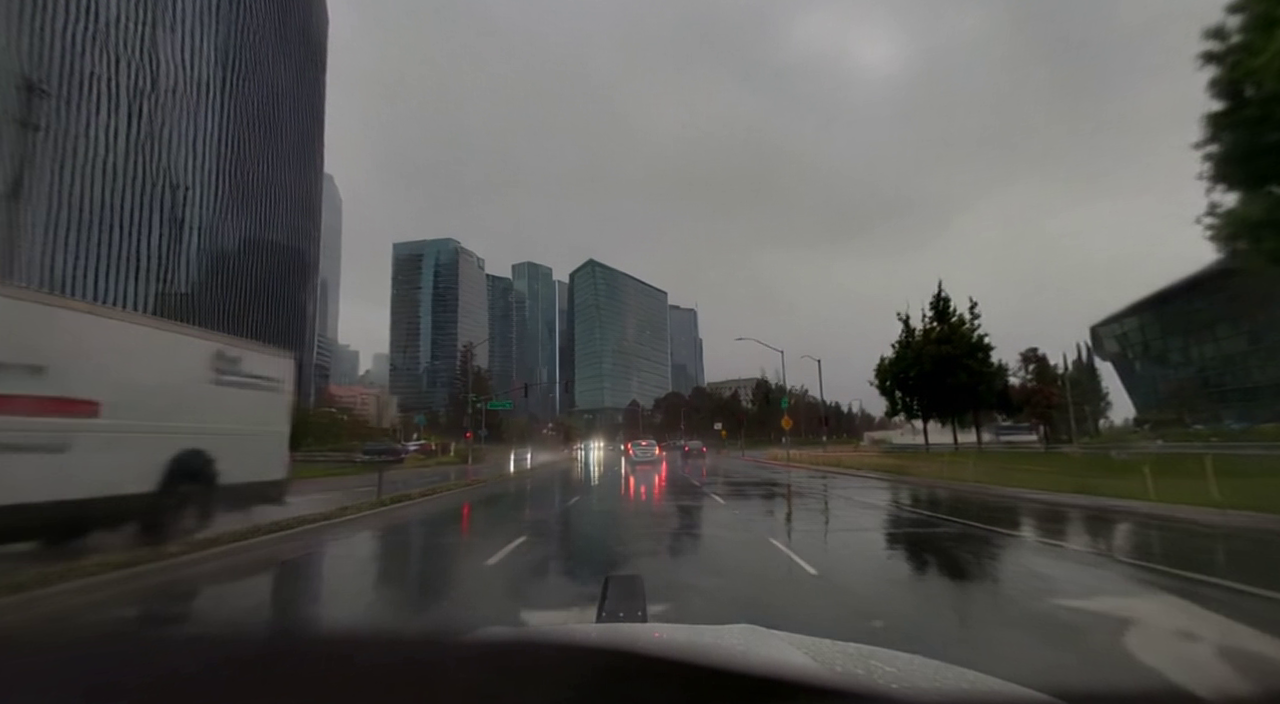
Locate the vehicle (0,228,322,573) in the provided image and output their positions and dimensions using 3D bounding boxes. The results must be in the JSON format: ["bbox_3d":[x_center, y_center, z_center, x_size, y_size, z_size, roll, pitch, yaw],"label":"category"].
[{"bbox_3d":[-8.890,0.779,8.651,3.065,3.928,11.252,0,-9,0],"label":"vehicle"}]

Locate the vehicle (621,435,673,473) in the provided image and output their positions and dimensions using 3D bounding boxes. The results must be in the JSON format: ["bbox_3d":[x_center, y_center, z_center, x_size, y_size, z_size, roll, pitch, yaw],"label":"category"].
[{"bbox_3d":[0.330,5.487,33.906,2.601,1.878,4.535,0,-9,0],"label":"vehicle"}]
